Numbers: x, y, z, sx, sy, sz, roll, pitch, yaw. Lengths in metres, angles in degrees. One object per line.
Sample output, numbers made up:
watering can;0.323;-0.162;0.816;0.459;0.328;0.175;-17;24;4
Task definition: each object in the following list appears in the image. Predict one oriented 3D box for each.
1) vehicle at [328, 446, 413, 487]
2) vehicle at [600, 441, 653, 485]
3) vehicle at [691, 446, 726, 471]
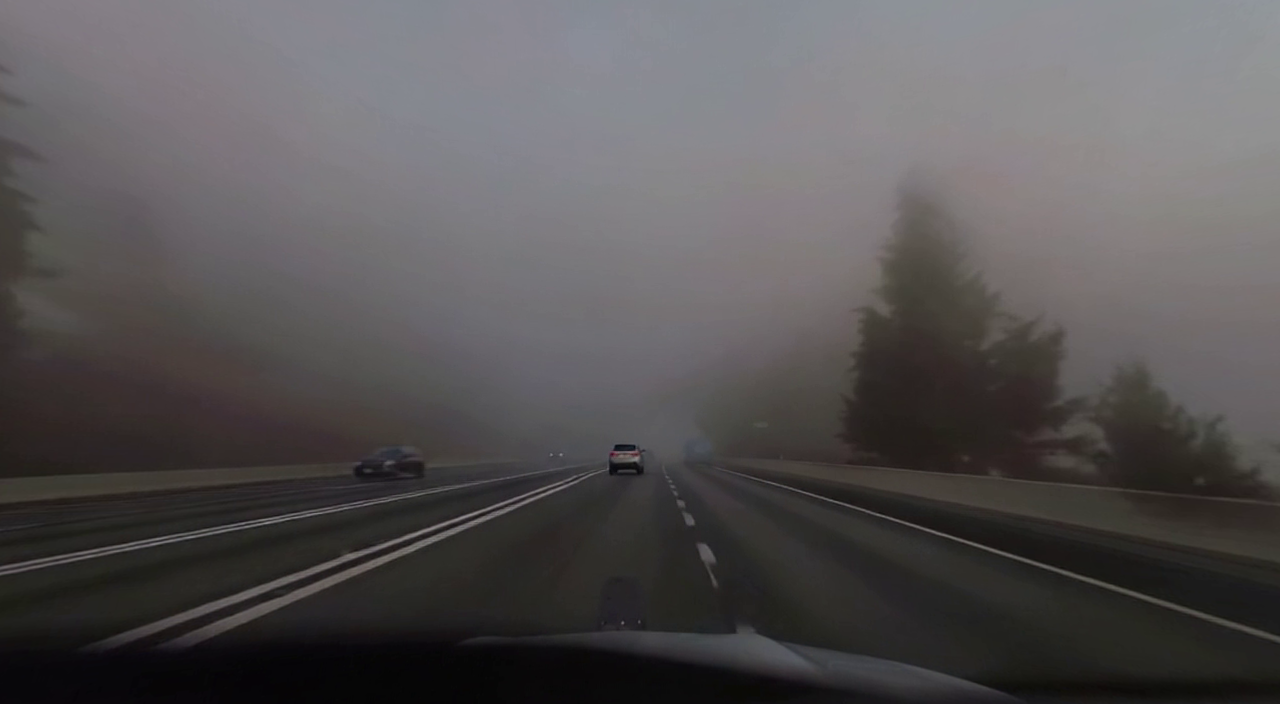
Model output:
vehicle;-12.727;5.399;30.089;1.924;1.754;4.607;-1;-9;1
vehicle;-0.508;4.734;27.196;2.038;1.723;4.150;-1;-9;2
vehicle;4.828;7.570;44.922;2.040;1.721;4.507;0;-9;1
